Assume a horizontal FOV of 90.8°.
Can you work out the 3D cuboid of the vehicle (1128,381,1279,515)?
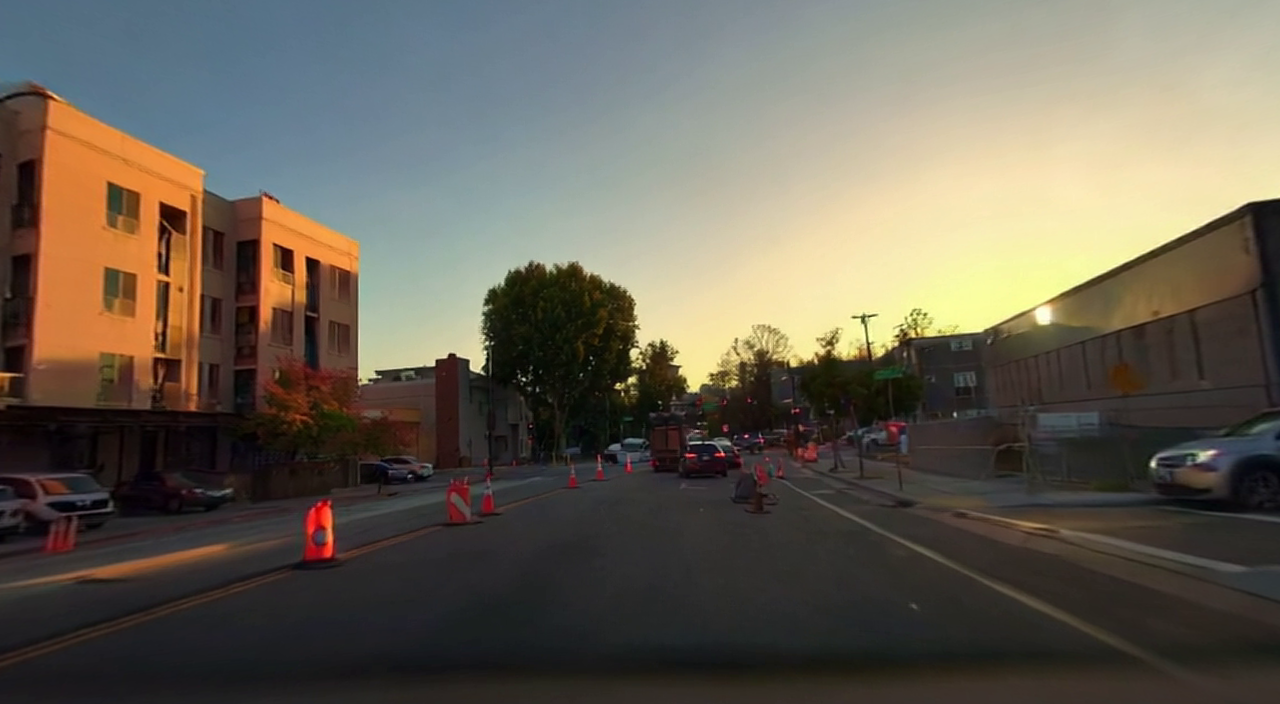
[{"bbox_3d":[11.326,1.525,10.180,4.859,1.914,2.333,0,-8,2],"label":"vehicle"}]

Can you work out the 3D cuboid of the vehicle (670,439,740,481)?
[{"bbox_3d":[2.463,4.215,24.998,2.159,1.506,4.086,0,-8,-2],"label":"vehicle"}]

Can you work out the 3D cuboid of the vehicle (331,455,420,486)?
[{"bbox_3d":[-15.446,6.916,37.011,4.397,1.698,1.932,-1,-9,9],"label":"vehicle"}]

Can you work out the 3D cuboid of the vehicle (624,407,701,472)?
[{"bbox_3d":[1.717,5.400,38.615,2.977,3.271,12.748,-2,-8,10],"label":"vehicle"}]

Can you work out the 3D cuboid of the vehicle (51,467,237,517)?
[{"bbox_3d":[-17.117,4.811,21.934,4.952,1.510,2.115,-1,-9,8],"label":"vehicle"}]

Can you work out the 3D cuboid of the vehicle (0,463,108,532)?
[{"bbox_3d":[-18.162,4.136,18.065,4.298,1.752,1.954,-2,-9,7],"label":"vehicle"}]
